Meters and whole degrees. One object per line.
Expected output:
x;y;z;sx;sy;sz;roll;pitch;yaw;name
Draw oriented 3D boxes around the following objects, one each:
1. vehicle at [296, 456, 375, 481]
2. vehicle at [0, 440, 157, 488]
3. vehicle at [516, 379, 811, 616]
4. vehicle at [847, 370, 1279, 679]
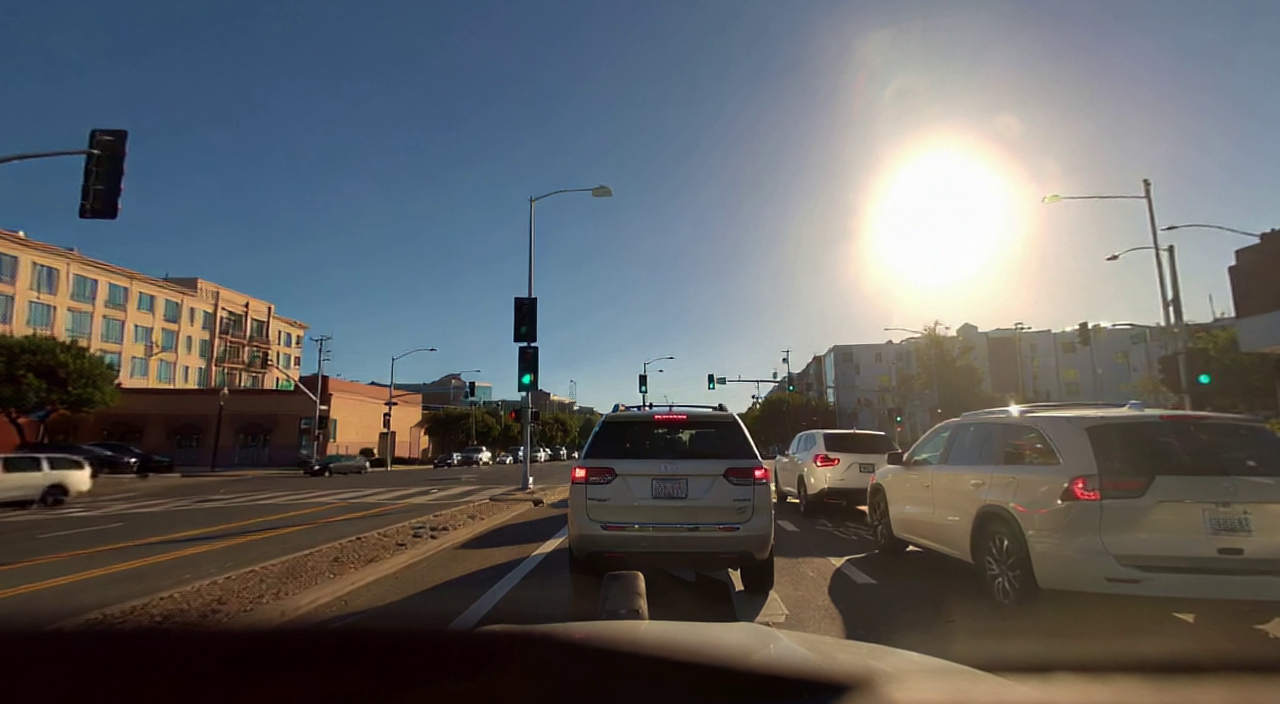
-19.970;7.619;41.556;1.864;1.444;4.255;-7;-11;36;vehicle
-24.579;4.846;27.545;5.062;1.946;2.243;0;-9;-1;vehicle
0.227;1.466;7.219;2.292;1.840;4.394;0;-9;1;vehicle
3.557;1.273;5.709;2.018;1.701;4.288;0;-9;2;vehicle
